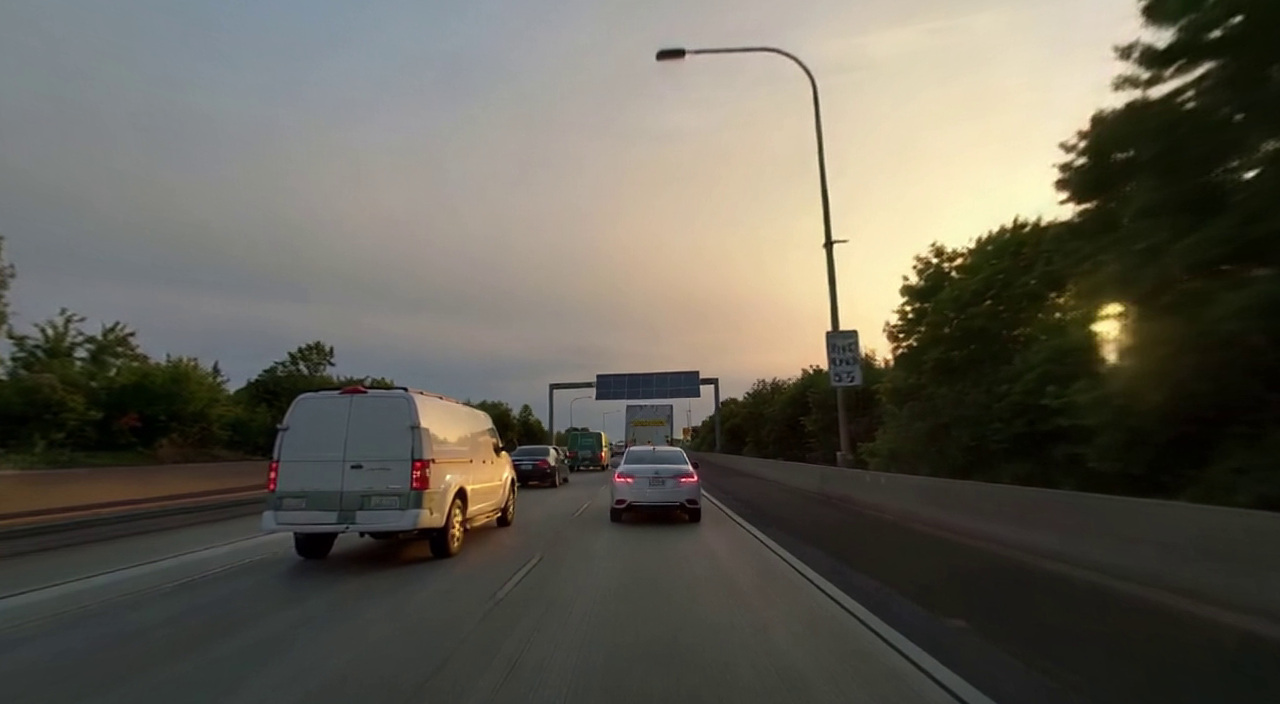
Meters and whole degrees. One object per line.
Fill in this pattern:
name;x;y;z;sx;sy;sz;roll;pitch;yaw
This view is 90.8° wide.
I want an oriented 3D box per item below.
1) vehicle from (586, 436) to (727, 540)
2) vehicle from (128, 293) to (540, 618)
vehicle;0.227;2.272;11.087;2.063;1.507;3.488;0;-9;-1
vehicle;-3.089;1.353;8.753;2.289;2.757;6.726;0;-9;0
